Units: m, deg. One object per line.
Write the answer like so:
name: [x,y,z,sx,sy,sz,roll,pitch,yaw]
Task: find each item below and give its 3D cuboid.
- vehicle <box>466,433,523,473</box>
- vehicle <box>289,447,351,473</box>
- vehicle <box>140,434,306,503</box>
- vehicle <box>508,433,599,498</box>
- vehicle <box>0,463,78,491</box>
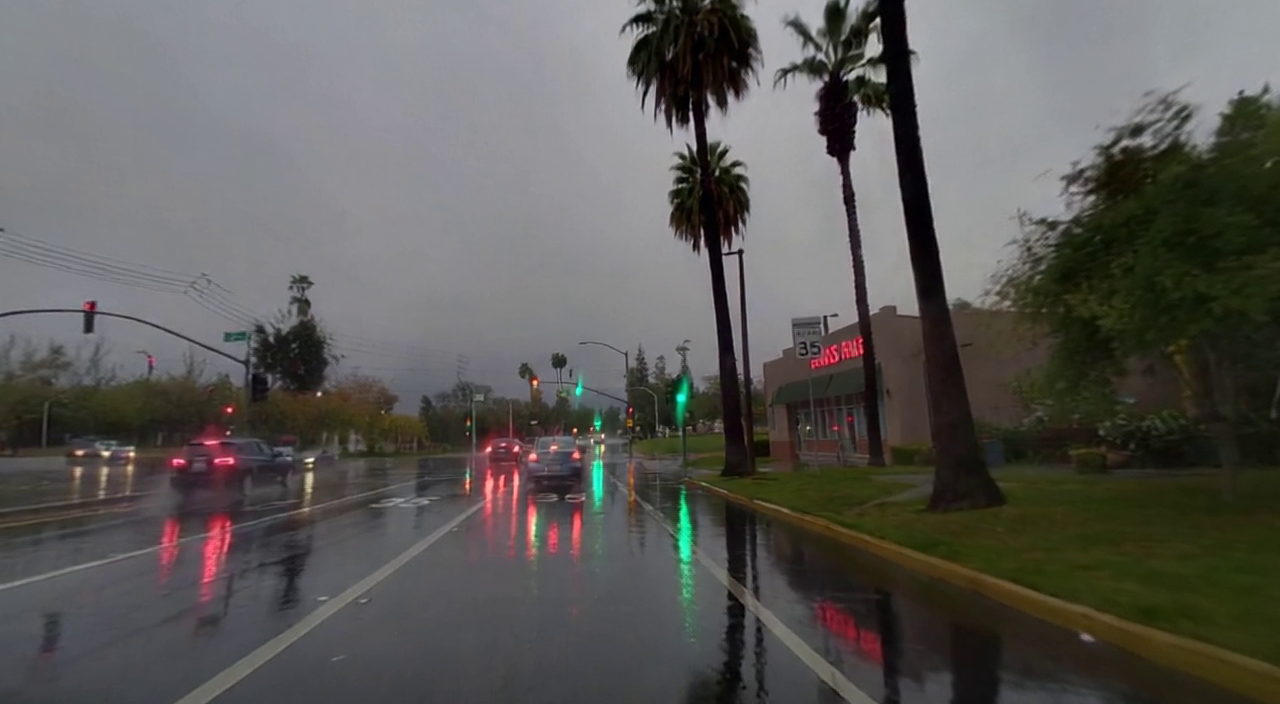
vehicle: [-6.753,4.733,29.746,2.077,1.715,3.903,1,-8,-6]
vehicle: [-19.987,6.713,39.630,1.879,1.496,4.510,1,-8,-5]
vehicle: [-12.376,3.438,19.249,2.050,1.811,4.752,0,-8,-4]
vehicle: [-2.236,2.909,16.681,2.063,1.474,4.334,1,-8,-7]
vehicle: [-37.369,7.590,38.396,4.276,1.576,1.917,1,-8,-6]
